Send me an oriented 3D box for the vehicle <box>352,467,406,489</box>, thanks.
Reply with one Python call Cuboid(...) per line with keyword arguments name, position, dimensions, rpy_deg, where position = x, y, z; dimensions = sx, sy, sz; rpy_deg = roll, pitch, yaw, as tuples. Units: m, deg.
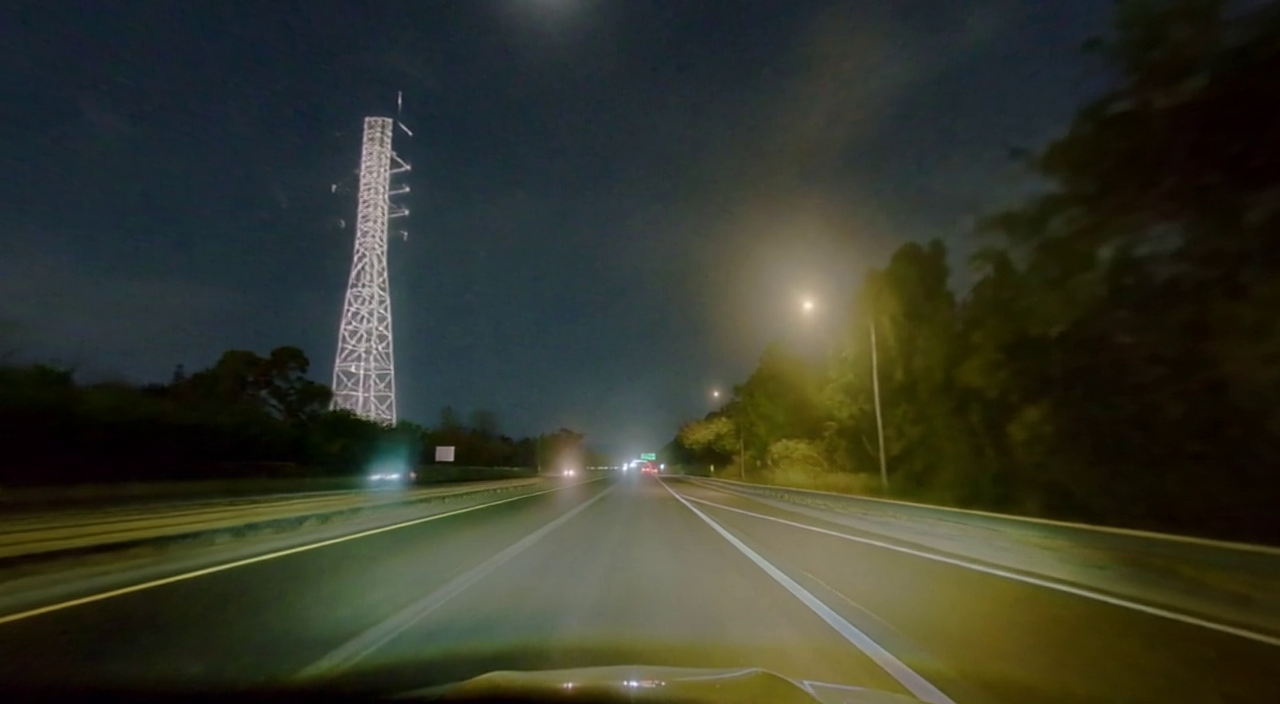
Cuboid(name="vehicle", position=(-19.894, 9.619, 48.094), dimensions=(1.957, 1.599, 4.666), rpy_deg=(0, -11, 1))
